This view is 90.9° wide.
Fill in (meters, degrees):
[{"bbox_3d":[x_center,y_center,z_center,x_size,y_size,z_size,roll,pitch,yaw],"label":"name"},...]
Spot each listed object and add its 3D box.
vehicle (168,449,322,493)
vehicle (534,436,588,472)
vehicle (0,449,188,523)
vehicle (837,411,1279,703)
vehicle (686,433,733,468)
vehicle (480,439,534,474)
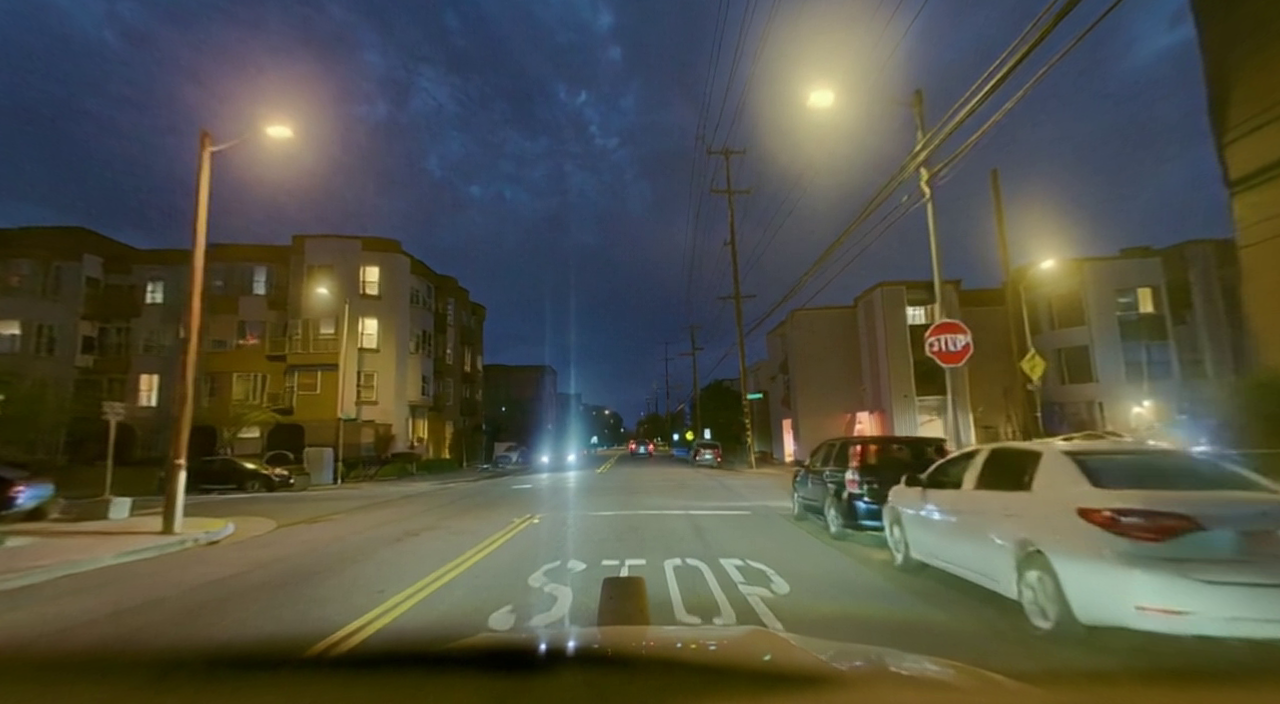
[{"bbox_3d":[-17.182,5.168,27.598,5.354,1.773,1.991,0,-9,0],"label":"vehicle"},{"bbox_3d":[-4.211,5.536,34.384,2.201,1.801,4.750,-1,-8,2],"label":"vehicle"},{"bbox_3d":[-16.495,3.808,18.024,5.392,1.808,2.324,-2,-9,1],"label":"vehicle"},{"bbox_3d":[3.436,1.380,5.405,1.888,1.495,4.567,0,-8,-2],"label":"vehicle"},{"bbox_3d":[3.858,5.588,35.826,2.164,1.721,4.416,-4,-9,1],"label":"vehicle"},{"bbox_3d":[-7.549,5.985,36.294,2.140,1.874,4.475,0,-8,0],"label":"vehicle"}]
